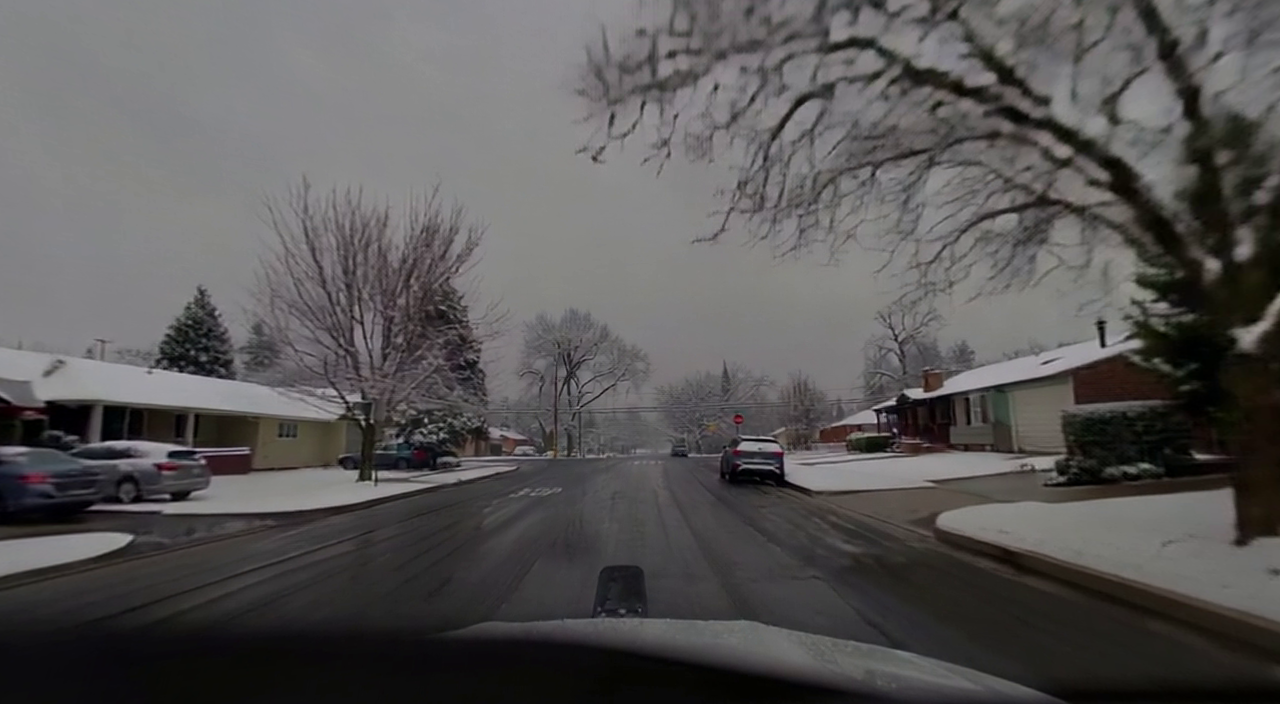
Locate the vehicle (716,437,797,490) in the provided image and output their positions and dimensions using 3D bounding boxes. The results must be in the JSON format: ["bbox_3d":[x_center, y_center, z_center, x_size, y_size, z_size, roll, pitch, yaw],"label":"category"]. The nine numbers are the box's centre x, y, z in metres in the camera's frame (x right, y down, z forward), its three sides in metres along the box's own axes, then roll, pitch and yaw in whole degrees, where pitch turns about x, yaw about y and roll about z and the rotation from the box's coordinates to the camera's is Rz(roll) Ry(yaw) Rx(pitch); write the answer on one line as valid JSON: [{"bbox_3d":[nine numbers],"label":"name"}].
[{"bbox_3d":[3.656,3.572,20.583,1.975,1.528,4.000,0,-9,2],"label":"vehicle"}]

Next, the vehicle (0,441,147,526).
[{"bbox_3d":[-12.909,2.526,12.443,4.572,1.522,1.999,1,-9,-4],"label":"vehicle"}]
